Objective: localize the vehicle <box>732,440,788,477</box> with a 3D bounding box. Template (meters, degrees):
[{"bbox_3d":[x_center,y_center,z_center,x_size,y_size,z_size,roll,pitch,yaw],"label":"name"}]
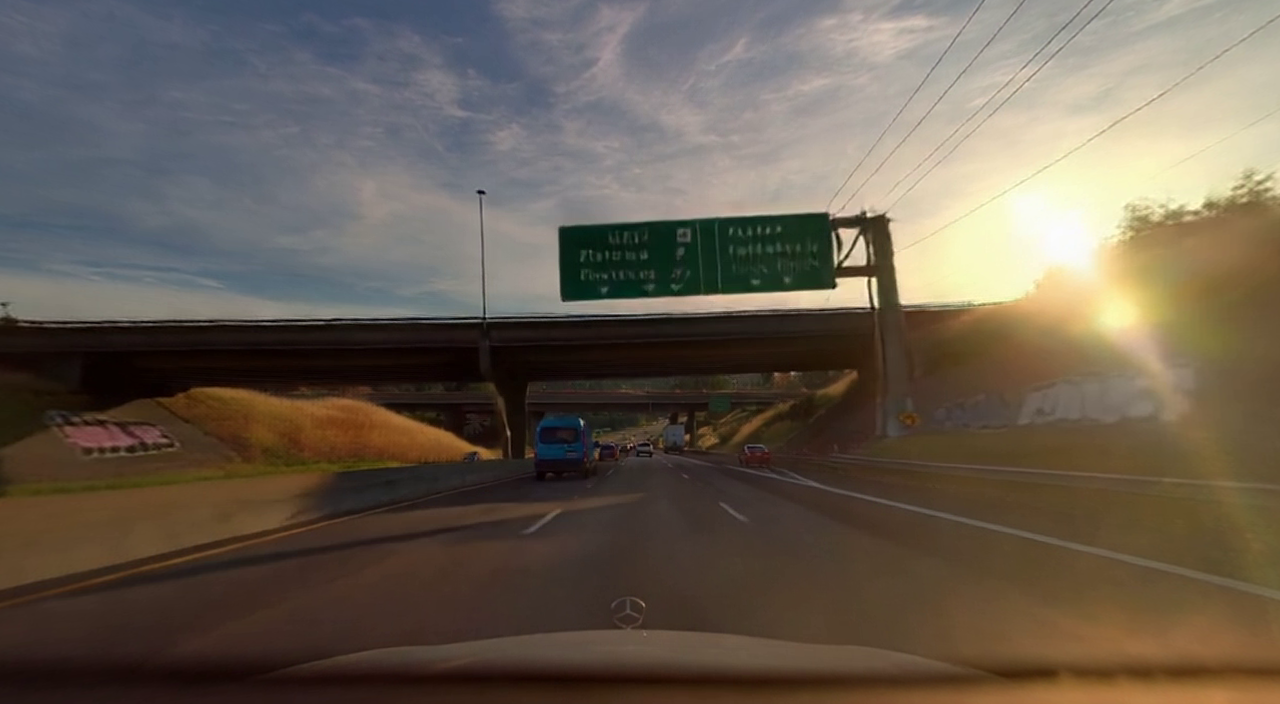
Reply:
[{"bbox_3d":[5.764,5.180,30.719,1.936,1.664,4.198,0,-9,1],"label":"vehicle"}]

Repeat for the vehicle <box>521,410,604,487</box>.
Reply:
[{"bbox_3d":[-2.860,3.800,24.831,2.451,2.627,5.868,0,-9,1],"label":"vehicle"}]
